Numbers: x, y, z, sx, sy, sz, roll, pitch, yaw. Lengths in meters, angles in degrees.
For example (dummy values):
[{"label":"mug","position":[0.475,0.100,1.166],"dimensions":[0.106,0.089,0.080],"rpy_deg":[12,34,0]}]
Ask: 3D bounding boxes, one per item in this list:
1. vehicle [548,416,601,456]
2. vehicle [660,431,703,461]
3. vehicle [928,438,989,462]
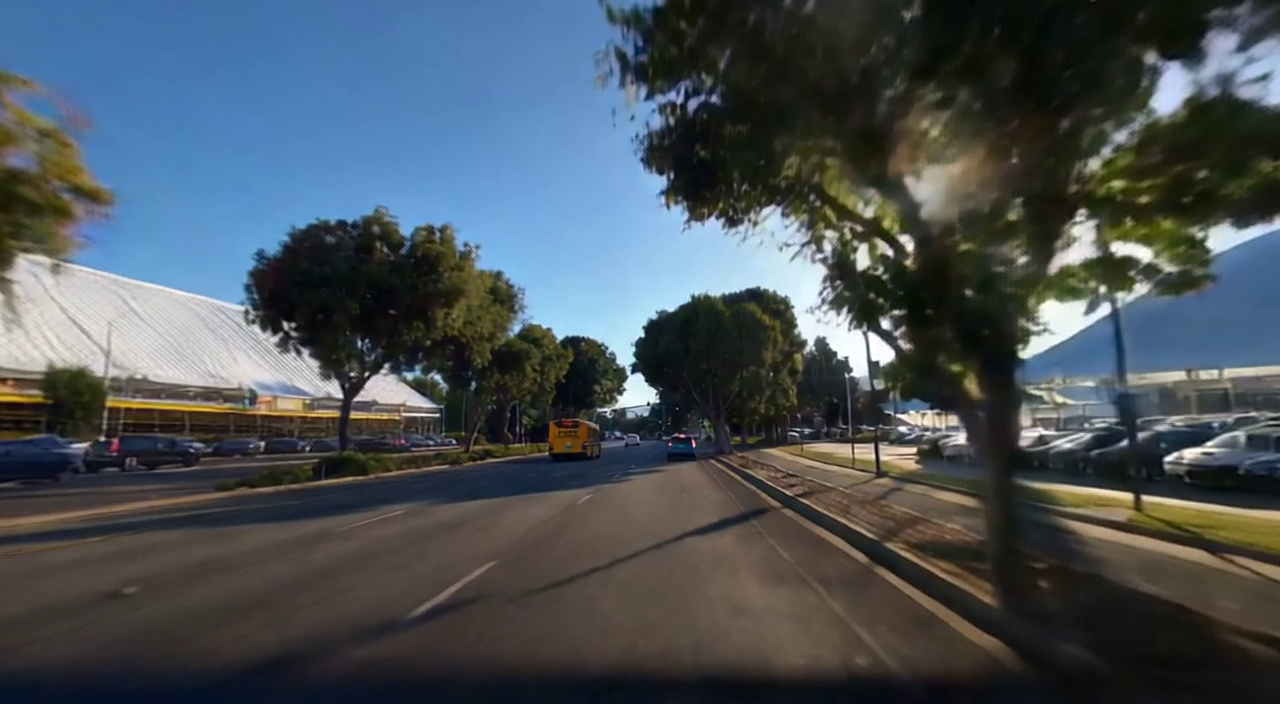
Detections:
[{"label":"vehicle","position":[-4.443,5.955,44.210],"dimensions":[2.485,2.556,6.363],"rpy_deg":[-1,-9,5]},{"label":"vehicle","position":[2.198,5.066,33.859],"dimensions":[2.123,1.498,4.226],"rpy_deg":[-1,-9,3]},{"label":"vehicle","position":[20.841,6.458,41.468],"dimensions":[1.849,1.466,4.831],"rpy_deg":[-1,-9,5]}]
